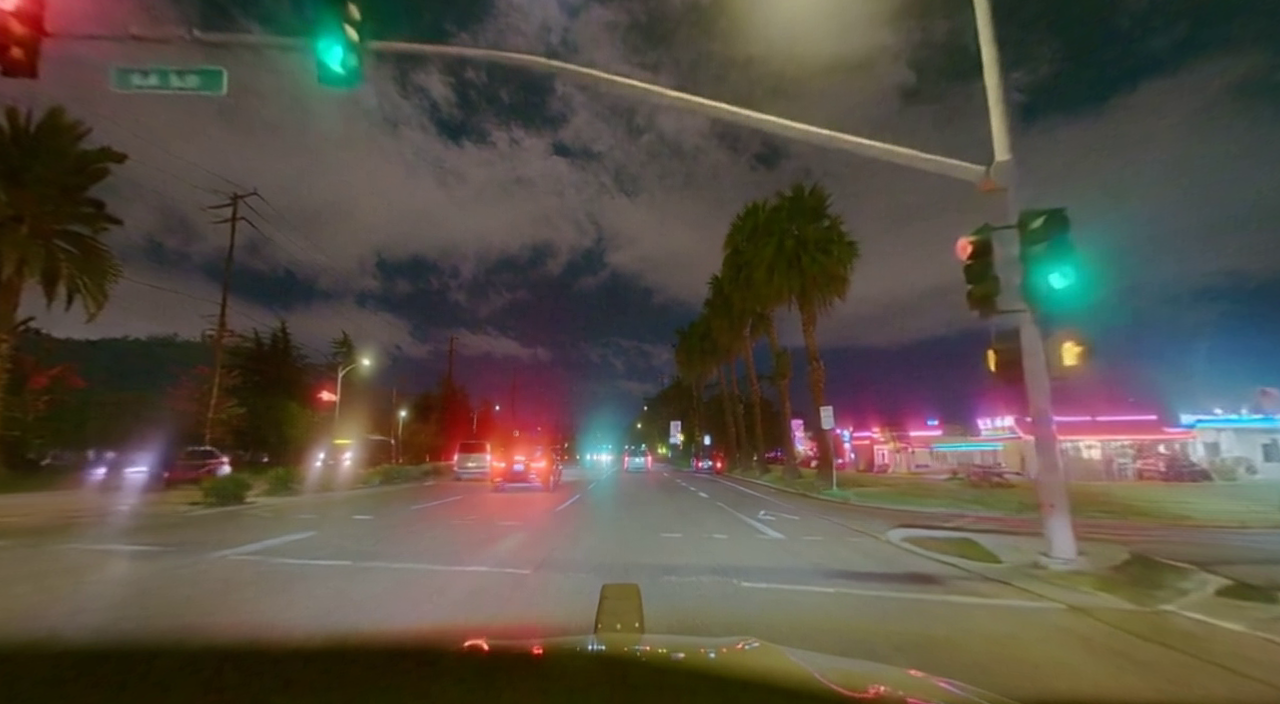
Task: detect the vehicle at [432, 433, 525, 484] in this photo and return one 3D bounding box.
[{"bbox_3d":[-7.139,4.825,28.790,2.457,2.010,6.330,0,-9,1],"label":"vehicle"}]

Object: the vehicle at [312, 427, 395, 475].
[{"bbox_3d":[-17.808,6.197,39.570,2.331,2.714,5.872,0,-9,1],"label":"vehicle"}]

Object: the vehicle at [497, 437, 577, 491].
[{"bbox_3d":[-3.774,4.210,23.933,2.116,1.806,4.516,0,-9,2],"label":"vehicle"}]

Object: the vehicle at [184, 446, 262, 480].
[{"bbox_3d":[-25.496,6.769,38.701,2.096,1.778,3.972,-4,-8,1],"label":"vehicle"}]

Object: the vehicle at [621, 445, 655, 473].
[{"bbox_3d":[-0.129,7.582,44.793,2.280,1.803,4.240,1,-9,-1],"label":"vehicle"}]

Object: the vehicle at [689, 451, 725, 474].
[{"bbox_3d":[4.872,8.115,46.424,1.994,1.507,4.173,1,-9,-3],"label":"vehicle"}]

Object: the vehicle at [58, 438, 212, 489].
[{"bbox_3d":[-18.261,4.054,23.113,2.064,1.670,4.242,0,-9,0],"label":"vehicle"}]

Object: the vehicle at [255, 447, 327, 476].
[{"bbox_3d":[-25.444,7.967,46.149,2.116,1.947,5.507,0,-9,-1],"label":"vehicle"}]
